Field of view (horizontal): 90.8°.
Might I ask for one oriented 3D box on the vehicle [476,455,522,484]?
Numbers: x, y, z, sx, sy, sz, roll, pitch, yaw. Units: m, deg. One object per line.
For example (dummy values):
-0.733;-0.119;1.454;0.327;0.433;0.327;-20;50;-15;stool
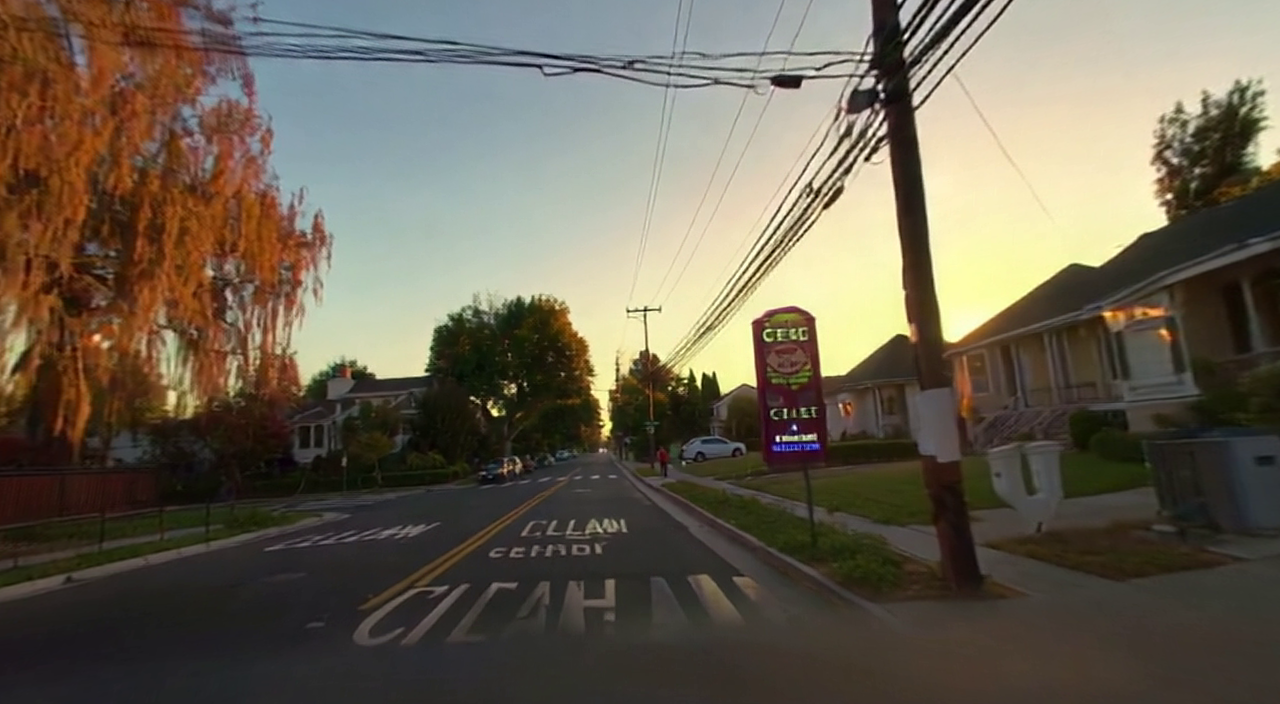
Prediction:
-9.384;7.826;42.418;2.203;1.787;4.704;0;-9;-3;vehicle
